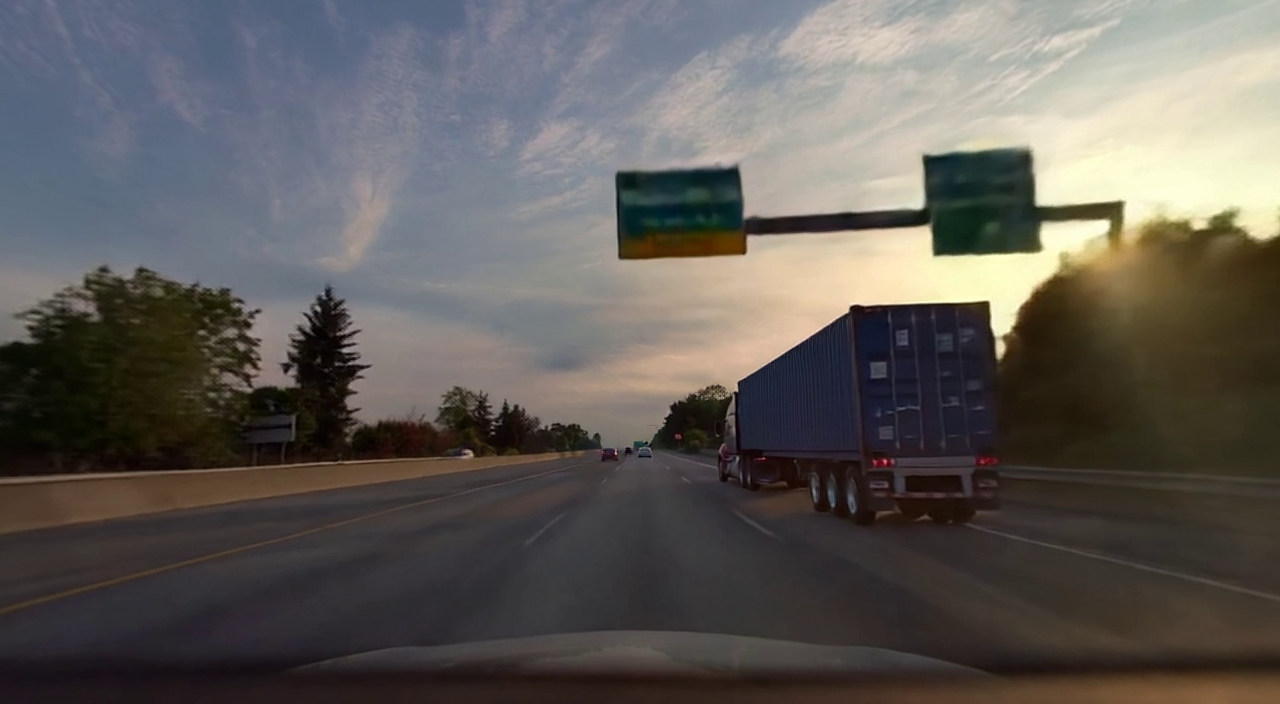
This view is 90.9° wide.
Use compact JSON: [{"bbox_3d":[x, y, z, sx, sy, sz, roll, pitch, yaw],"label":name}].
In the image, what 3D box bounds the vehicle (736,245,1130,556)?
[{"bbox_3d":[4.703,1.553,14.576,2.821,4.046,12.876,0,-9,0],"label":"vehicle"}]
